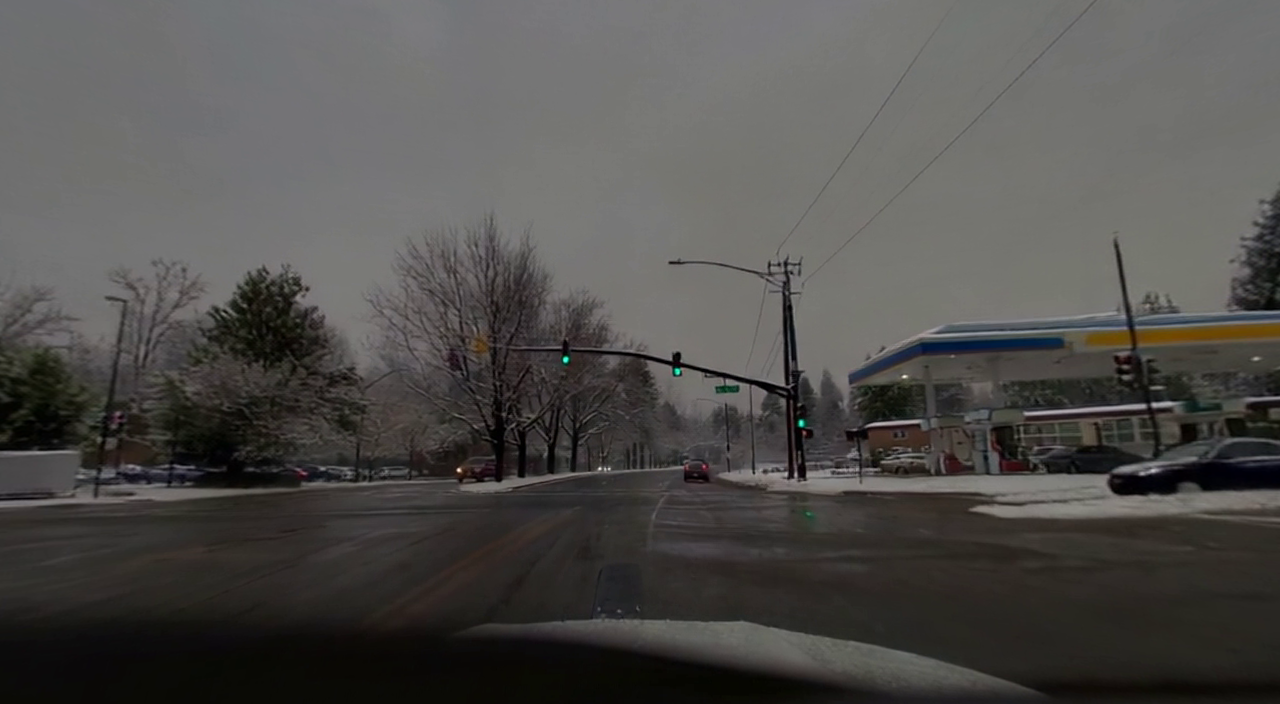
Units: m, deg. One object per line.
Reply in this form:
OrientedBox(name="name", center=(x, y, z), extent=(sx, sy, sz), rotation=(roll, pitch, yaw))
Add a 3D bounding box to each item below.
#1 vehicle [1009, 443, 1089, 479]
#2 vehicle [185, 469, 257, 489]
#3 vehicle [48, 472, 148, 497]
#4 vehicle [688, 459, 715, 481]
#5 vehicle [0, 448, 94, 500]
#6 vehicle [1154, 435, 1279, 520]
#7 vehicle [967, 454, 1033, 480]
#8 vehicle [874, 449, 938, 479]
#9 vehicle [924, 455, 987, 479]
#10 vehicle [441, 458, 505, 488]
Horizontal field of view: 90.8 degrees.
OrientedBox(name="vehicle", center=(23.332, 6.160, 35.954), extent=(4.920, 1.864, 2.027), rotation=(6, -11, -36))
OrientedBox(name="vehicle", center=(-32.596, 9.871, 49.196), extent=(4.233, 1.434, 1.961), rotation=(-1, -9, 4))
OrientedBox(name="vehicle", center=(-32.876, 8.048, 38.393), extent=(4.239, 1.401, 2.038), rotation=(0, -9, 2))
OrientedBox(name="vehicle", center=(4.639, 8.936, 48.103), extent=(1.908, 1.492, 3.977), rotation=(-1, -9, 3))
OrientedBox(name="vehicle", center=(-33.218, 6.349, 33.158), extent=(6.708, 2.544, 2.452), rotation=(0, -9, 1))
OrientedBox(name="vehicle", center=(13.264, 2.391, 12.329), extent=(4.605, 1.497, 2.061), rotation=(0, -9, 1))
OrientedBox(name="vehicle", center=(21.948, 6.945, 38.433), extent=(4.329, 1.461, 1.873), rotation=(7, -11, -38))
OrientedBox(name="vehicle", center=(17.813, 7.451, 42.177), extent=(4.601, 1.766, 2.015), rotation=(7, -14, -42))
OrientedBox(name="vehicle", center=(20.126, 7.322, 40.237), extent=(4.553, 1.371, 2.019), rotation=(9, -15, -42))
OrientedBox(name="vehicle", center=(-9.112, 6.632, 34.904), extent=(2.023, 1.498, 4.605), rotation=(-1, -9, 3))
